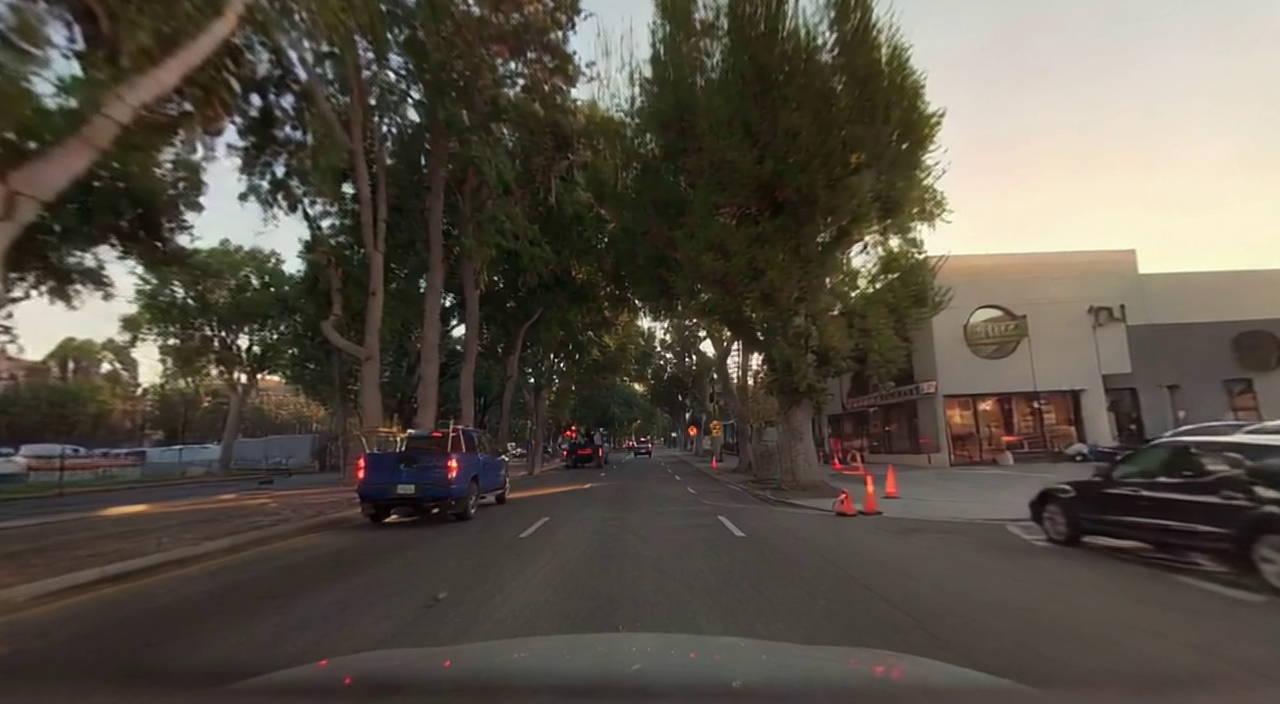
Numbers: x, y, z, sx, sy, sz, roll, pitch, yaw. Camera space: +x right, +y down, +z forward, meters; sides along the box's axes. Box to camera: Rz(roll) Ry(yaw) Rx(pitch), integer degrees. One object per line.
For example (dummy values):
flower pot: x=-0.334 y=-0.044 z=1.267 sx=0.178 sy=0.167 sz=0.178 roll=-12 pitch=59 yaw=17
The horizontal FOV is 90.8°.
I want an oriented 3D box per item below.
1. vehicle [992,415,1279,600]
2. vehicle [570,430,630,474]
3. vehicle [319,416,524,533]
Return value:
vehicle: x=6.669 y=1.630 z=7.289 sx=2.126 sy=1.642 sz=4.888 roll=0 pitch=-8 yaw=-4
vehicle: x=-1.943 y=5.126 z=32.560 sx=2.424 sy=2.063 sz=5.678 roll=-1 pitch=-8 yaw=3
vehicle: x=-3.773 y=2.217 z=11.996 sx=2.327 sy=1.775 sz=4.430 roll=0 pitch=-8 yaw=-1
